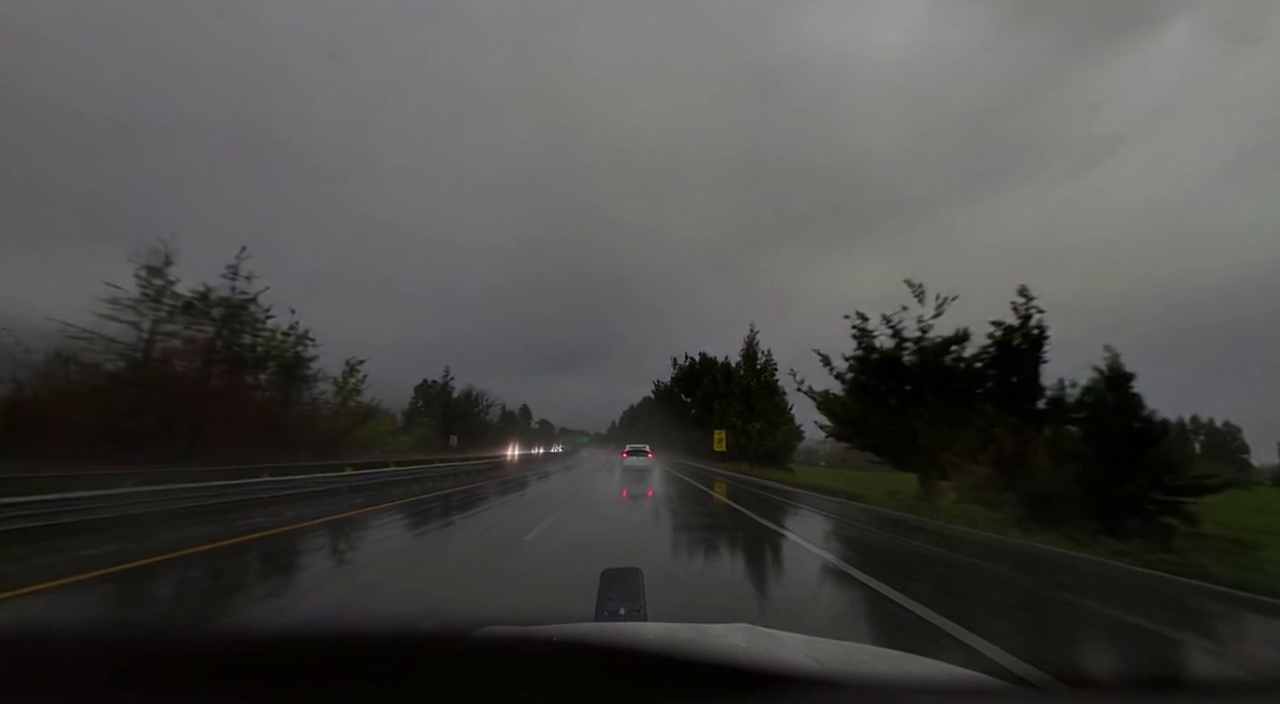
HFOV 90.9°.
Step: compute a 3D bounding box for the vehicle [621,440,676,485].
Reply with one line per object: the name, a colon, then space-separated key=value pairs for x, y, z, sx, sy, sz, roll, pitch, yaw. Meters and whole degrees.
vehicle: x=0.284 y=4.631 z=26.682 sx=2.135 sy=1.686 sz=4.517 roll=0 pitch=-9 yaw=-1
